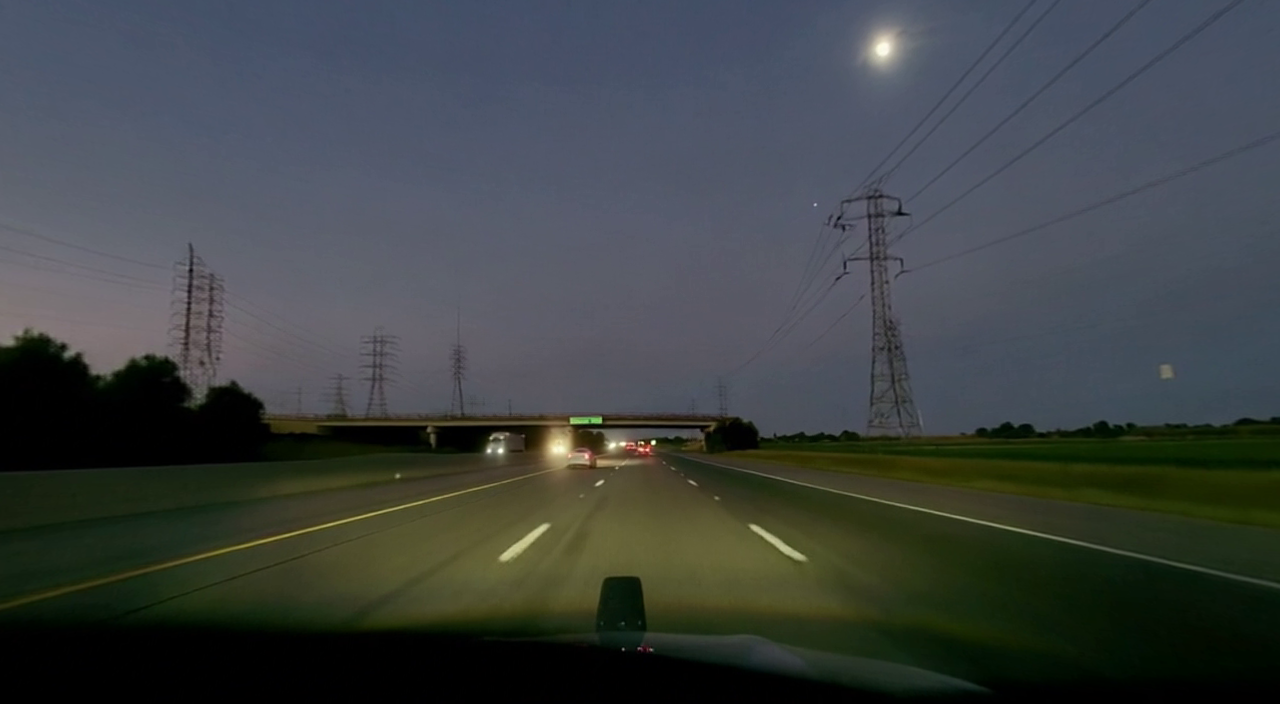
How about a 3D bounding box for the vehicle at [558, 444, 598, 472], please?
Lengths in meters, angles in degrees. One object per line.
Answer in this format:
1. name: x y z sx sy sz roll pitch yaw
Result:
1. vehicle: -3.656 6.333 37.666 1.924 1.550 4.165 0 -9 0
